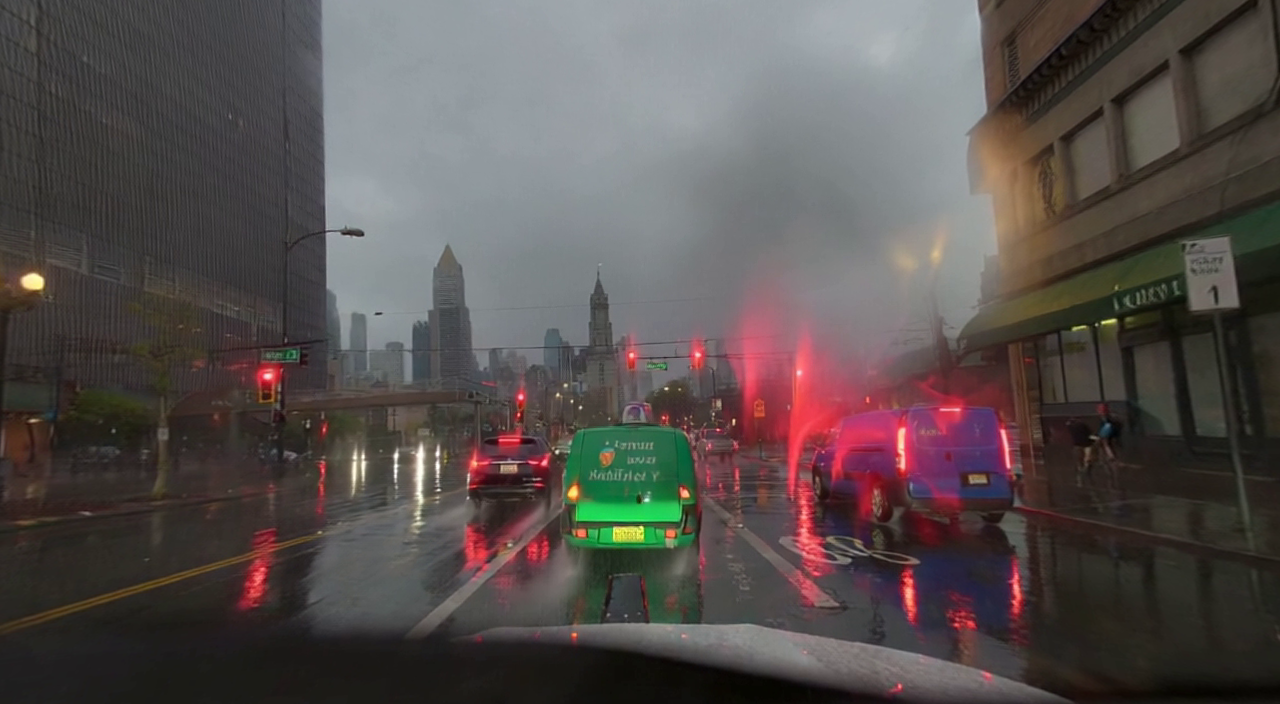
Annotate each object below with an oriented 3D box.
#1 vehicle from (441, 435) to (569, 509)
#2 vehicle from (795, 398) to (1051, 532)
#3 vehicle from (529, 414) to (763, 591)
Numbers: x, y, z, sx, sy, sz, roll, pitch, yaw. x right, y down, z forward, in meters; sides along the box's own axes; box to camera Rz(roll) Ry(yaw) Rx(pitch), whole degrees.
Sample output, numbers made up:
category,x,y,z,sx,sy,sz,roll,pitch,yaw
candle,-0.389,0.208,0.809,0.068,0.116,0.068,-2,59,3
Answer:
category,x,y,z,sx,sy,sz,roll,pitch,yaw
vehicle,-2.953,2.745,14.874,2.039,1.452,4.489,0,-9,0
vehicle,4.510,1.917,11.145,2.142,1.829,4.767,0,-9,-2
vehicle,0.039,1.653,7.713,2.091,1.557,4.000,0,-9,0
